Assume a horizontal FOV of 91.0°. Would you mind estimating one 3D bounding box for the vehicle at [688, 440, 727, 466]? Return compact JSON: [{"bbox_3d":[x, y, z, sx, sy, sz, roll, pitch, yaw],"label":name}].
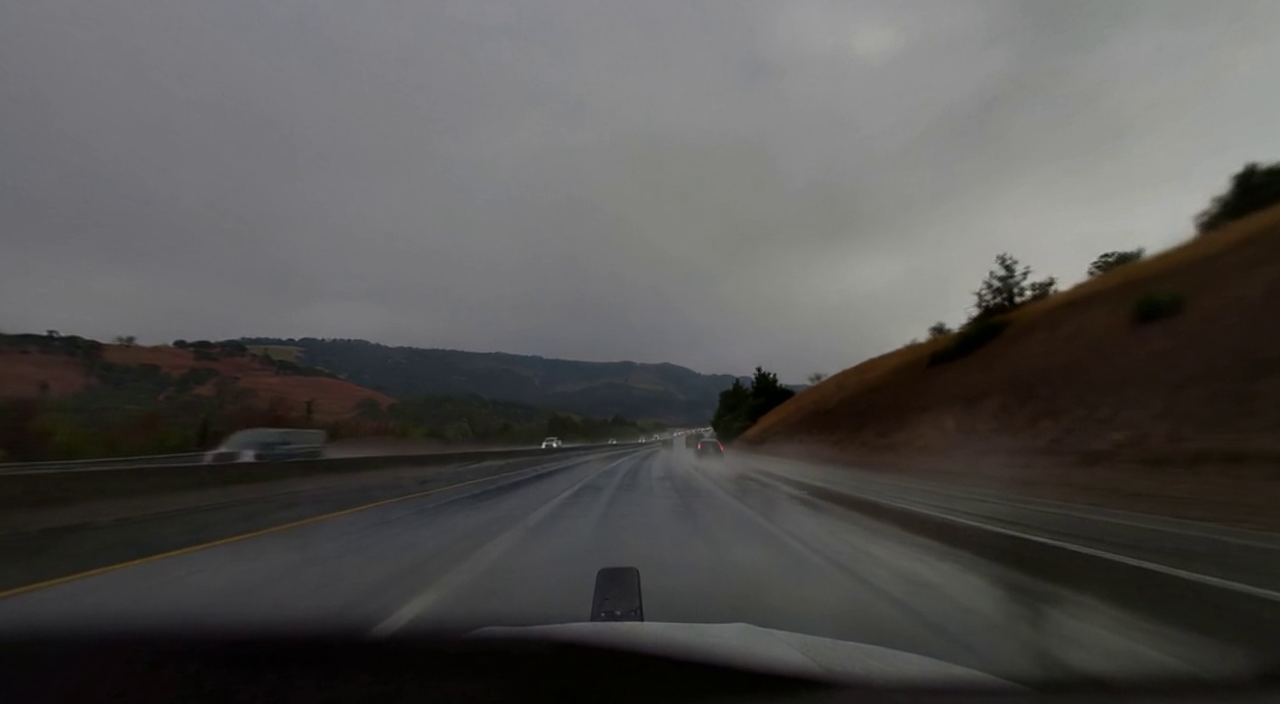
[{"bbox_3d":[4.145,6.238,39.067,1.943,1.490,4.246,0,-8,0],"label":"vehicle"}]
